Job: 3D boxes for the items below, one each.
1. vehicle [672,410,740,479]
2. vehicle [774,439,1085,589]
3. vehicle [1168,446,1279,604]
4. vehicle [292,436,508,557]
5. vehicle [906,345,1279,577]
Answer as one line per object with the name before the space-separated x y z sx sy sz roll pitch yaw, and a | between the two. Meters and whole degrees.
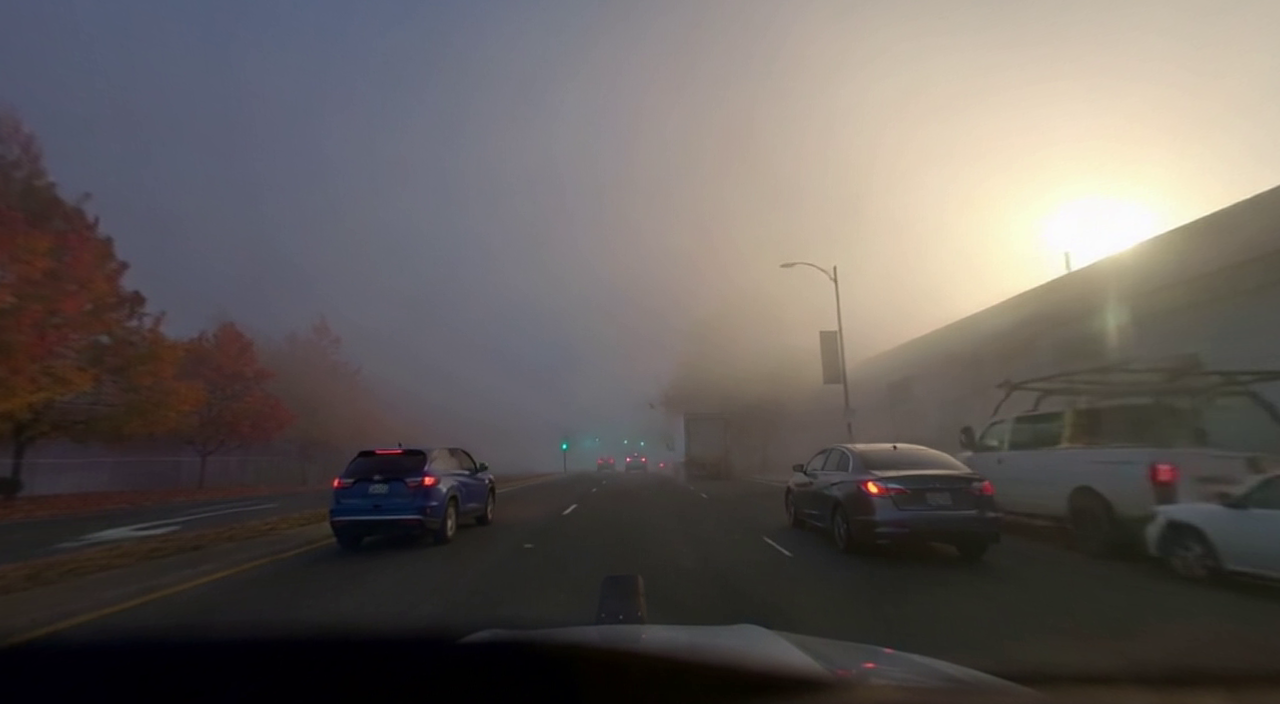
vehicle | 3.843 5.781 39.601 3.003 3.680 10.684 0 -8 -1
vehicle | 3.390 1.959 8.739 1.915 1.449 4.970 0 -8 -1
vehicle | 6.864 1.549 5.437 1.902 1.430 3.041 0 -8 0
vehicle | -3.555 2.185 10.380 1.751 1.540 4.481 0 -8 1
vehicle | 6.873 1.651 10.210 2.483 2.707 5.496 0 -8 -2
